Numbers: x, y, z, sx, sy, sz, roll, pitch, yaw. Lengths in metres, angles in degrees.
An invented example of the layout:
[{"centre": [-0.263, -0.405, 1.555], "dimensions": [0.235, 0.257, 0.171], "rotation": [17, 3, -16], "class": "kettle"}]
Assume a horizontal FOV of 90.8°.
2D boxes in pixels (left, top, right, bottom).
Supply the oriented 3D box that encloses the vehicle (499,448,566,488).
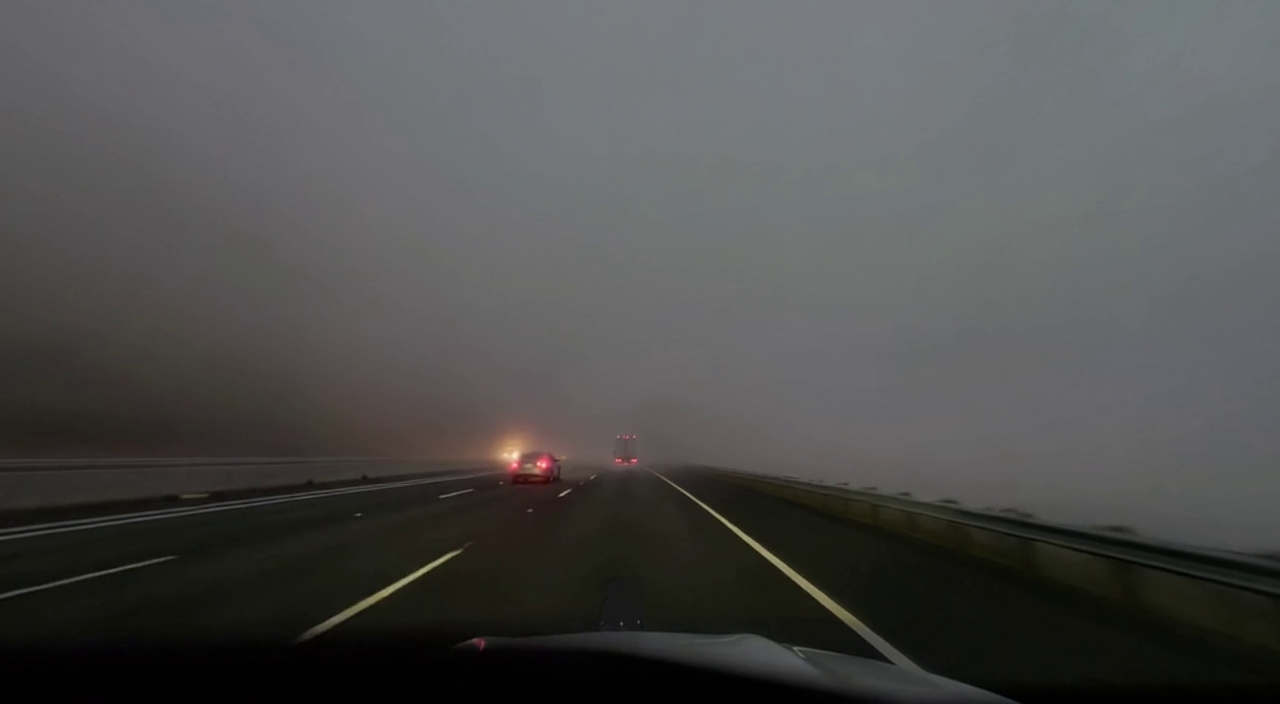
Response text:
[{"centre": [-4.703, 5.125, 28.306], "dimensions": [2.108, 1.573, 5.000], "rotation": [0, -9, 0], "class": "vehicle"}]
